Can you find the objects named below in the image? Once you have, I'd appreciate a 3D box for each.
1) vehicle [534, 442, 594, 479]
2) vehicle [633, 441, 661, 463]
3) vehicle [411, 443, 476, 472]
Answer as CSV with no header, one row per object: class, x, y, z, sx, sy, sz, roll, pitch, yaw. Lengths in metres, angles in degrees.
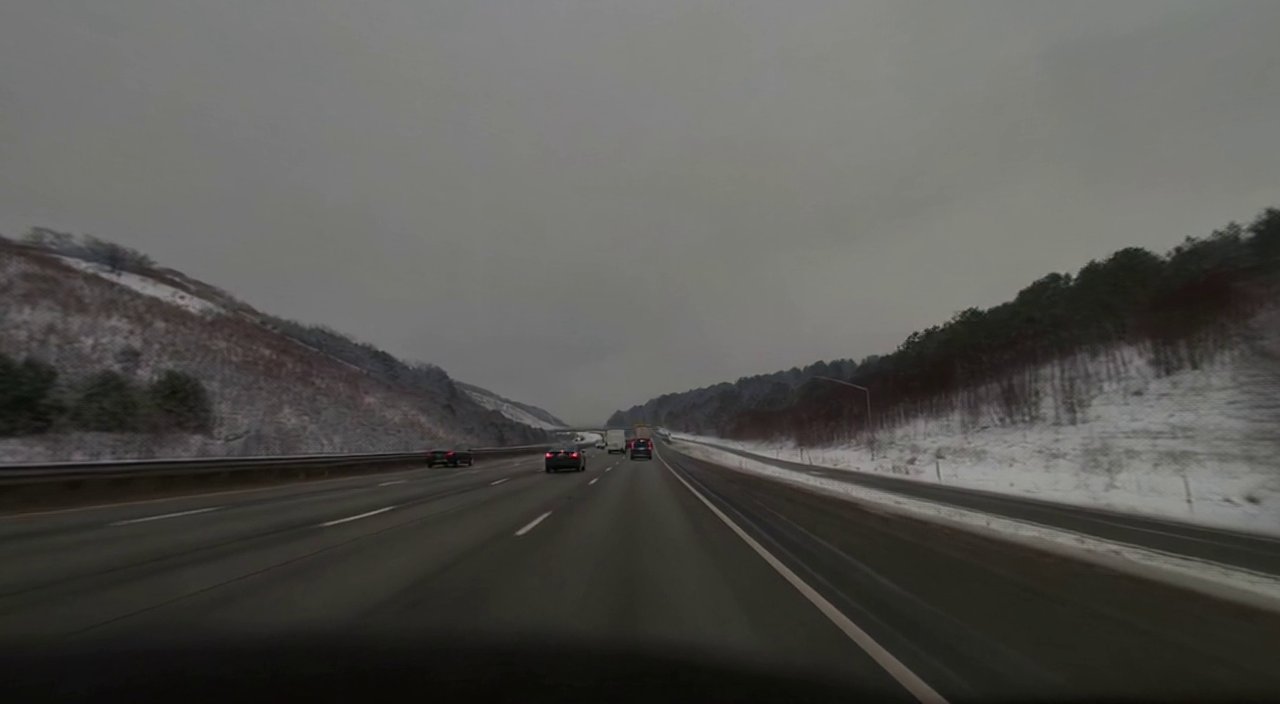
vehicle,-3.387,4.922,28.956,2.080,1.505,4.649,-1,-8,1
vehicle,0.555,7.836,49.562,2.138,1.674,4.044,0,-8,0
vehicle,-10.822,5.844,35.189,1.945,1.466,4.947,-1,-8,1
